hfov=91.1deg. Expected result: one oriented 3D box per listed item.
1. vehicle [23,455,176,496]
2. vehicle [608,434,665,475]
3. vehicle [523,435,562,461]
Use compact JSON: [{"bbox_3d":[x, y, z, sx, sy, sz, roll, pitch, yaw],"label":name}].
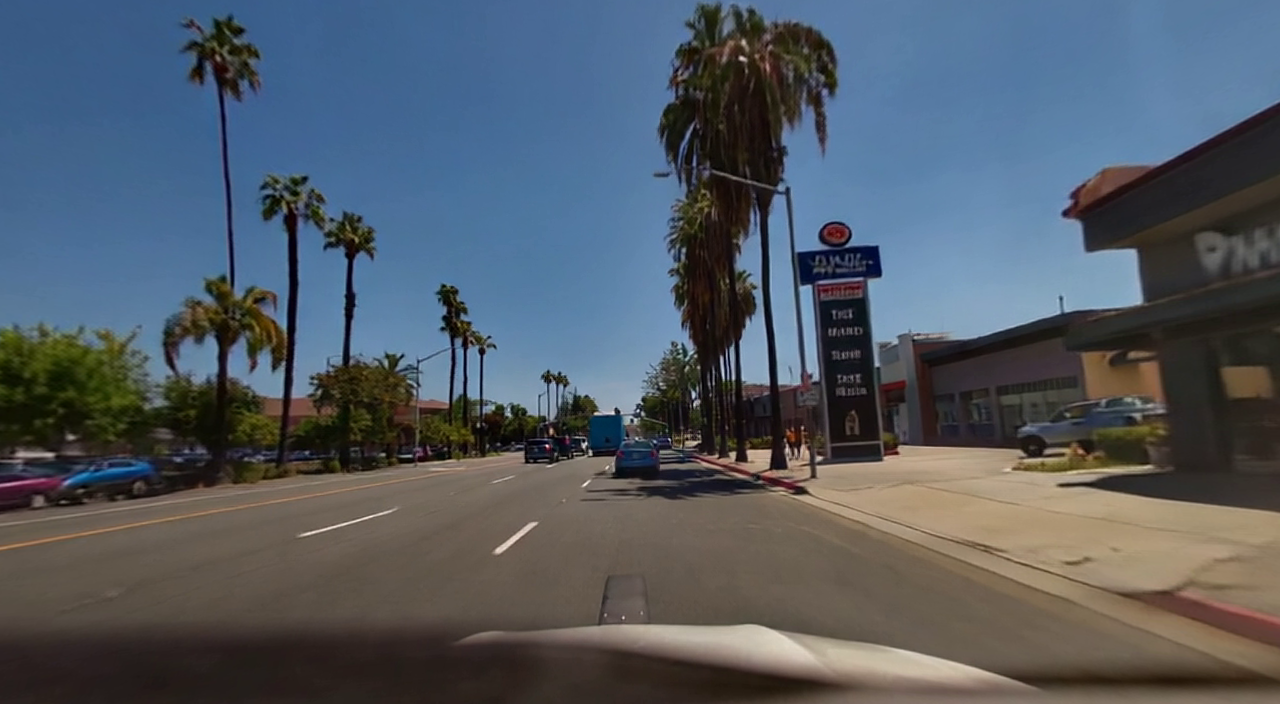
[{"bbox_3d":[-21.939,4.998,25.760,4.320,1.496,2.046,5,-10,-29],"label":"vehicle"},{"bbox_3d":[-0.110,4.178,25.722,2.144,1.514,4.063,0,-9,1],"label":"vehicle"},{"bbox_3d":[-7.113,7.066,46.248,2.014,1.830,4.281,0,-9,2],"label":"vehicle"}]
